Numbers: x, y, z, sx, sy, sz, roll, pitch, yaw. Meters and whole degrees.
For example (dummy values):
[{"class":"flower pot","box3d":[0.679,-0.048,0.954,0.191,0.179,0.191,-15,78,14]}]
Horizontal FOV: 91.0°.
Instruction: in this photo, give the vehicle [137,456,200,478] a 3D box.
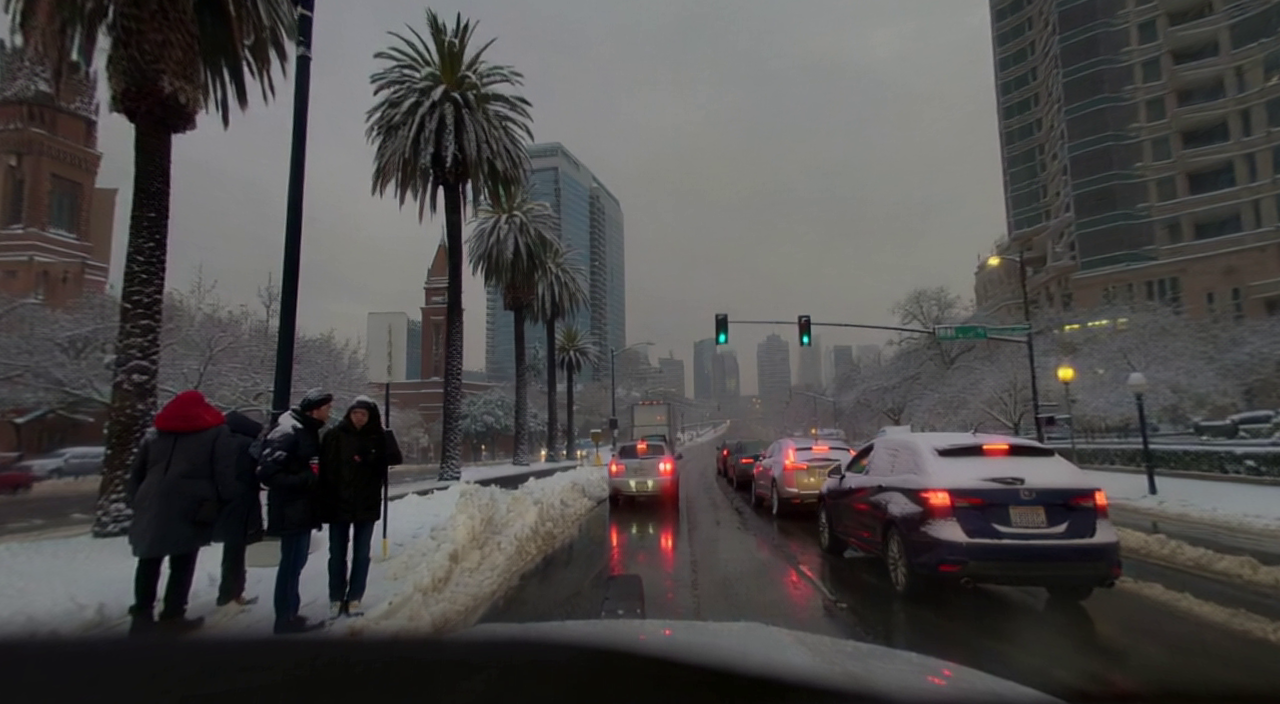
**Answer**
[{"class":"vehicle","box3d":[-36.702,8.950,49.148,1.700,1.527,4.445,0,-9,-4]}]

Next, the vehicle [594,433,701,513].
[{"class":"vehicle","box3d":[0.179,2.606,13.981,2.048,1.503,3.681,0,-9,1]}]

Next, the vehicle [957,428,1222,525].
[{"class":"vehicle","box3d":[8.173,2.281,12.086,1.859,1.508,4.259,0,-9,-1]}]

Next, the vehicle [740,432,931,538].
[{"class":"vehicle","box3d":[3.103,2.206,11.103,1.913,1.469,4.425,0,-9,0]}]

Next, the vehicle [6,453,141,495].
[{"class":"vehicle","box3d":[-26.701,5.722,29.943,2.105,1.793,4.812,0,-9,-4]}]
